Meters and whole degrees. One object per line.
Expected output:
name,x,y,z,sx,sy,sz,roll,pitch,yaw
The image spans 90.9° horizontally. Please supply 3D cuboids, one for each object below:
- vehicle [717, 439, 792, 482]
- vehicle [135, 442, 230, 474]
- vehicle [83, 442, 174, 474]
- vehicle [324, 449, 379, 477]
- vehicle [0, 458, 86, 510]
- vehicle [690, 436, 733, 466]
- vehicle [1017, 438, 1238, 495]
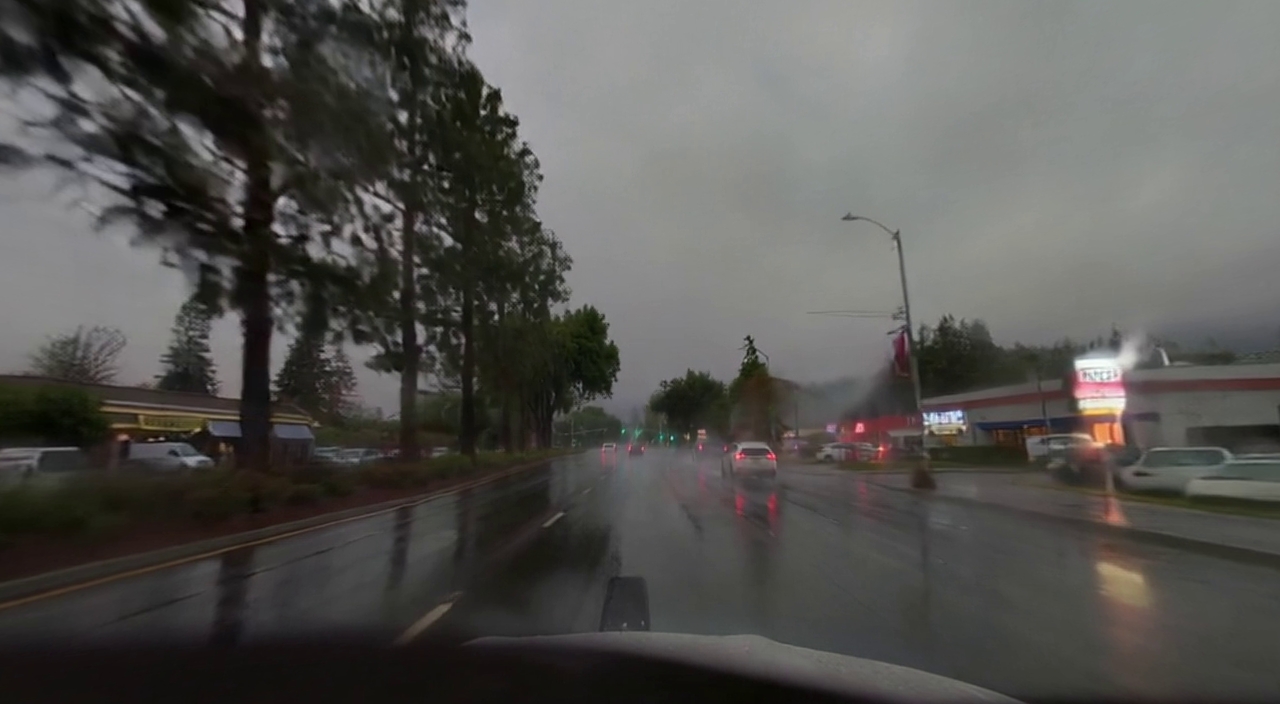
vehicle,4.209,4.066,23.911,1.916,1.459,4.335,0,-8,-1
vehicle,-31.227,7.191,43.333,2.217,1.969,5.932,-1,-8,-1
vehicle,-34.655,7.154,42.912,2.171,1.952,4.970,-1,-9,-3
vehicle,-22.244,8.525,48.778,2.058,1.837,4.990,-3,-8,-2
vehicle,-22.411,4.635,22.131,1.997,1.637,4.386,-2,-8,-2
vehicle,4.673,6.540,41.755,2.140,1.921,4.431,0,-8,-2
vehicle,14.328,3.384,18.755,4.909,1.463,1.924,-2,-9,0
